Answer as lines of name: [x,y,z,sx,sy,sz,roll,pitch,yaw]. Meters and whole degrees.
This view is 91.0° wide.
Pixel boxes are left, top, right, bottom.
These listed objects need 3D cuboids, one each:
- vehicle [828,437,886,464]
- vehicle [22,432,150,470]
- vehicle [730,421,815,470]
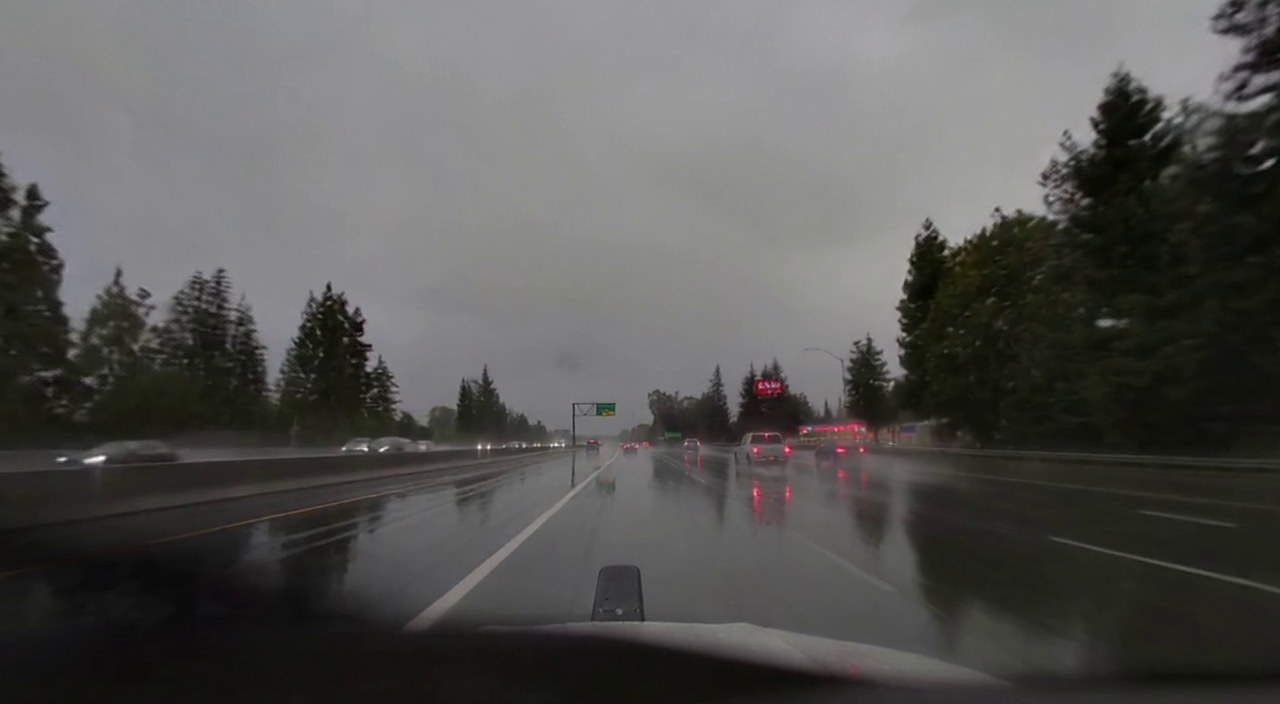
vehicle: [13.920,6.357,40.651,2.072,1.611,4.387,0,-8,-2]
vehicle: [-28.227,5.070,32.344,2.083,1.783,4.919,0,-8,0]
vehicle: [6.939,5.098,34.284,2.779,2.339,8.073,0,-8,-1]
